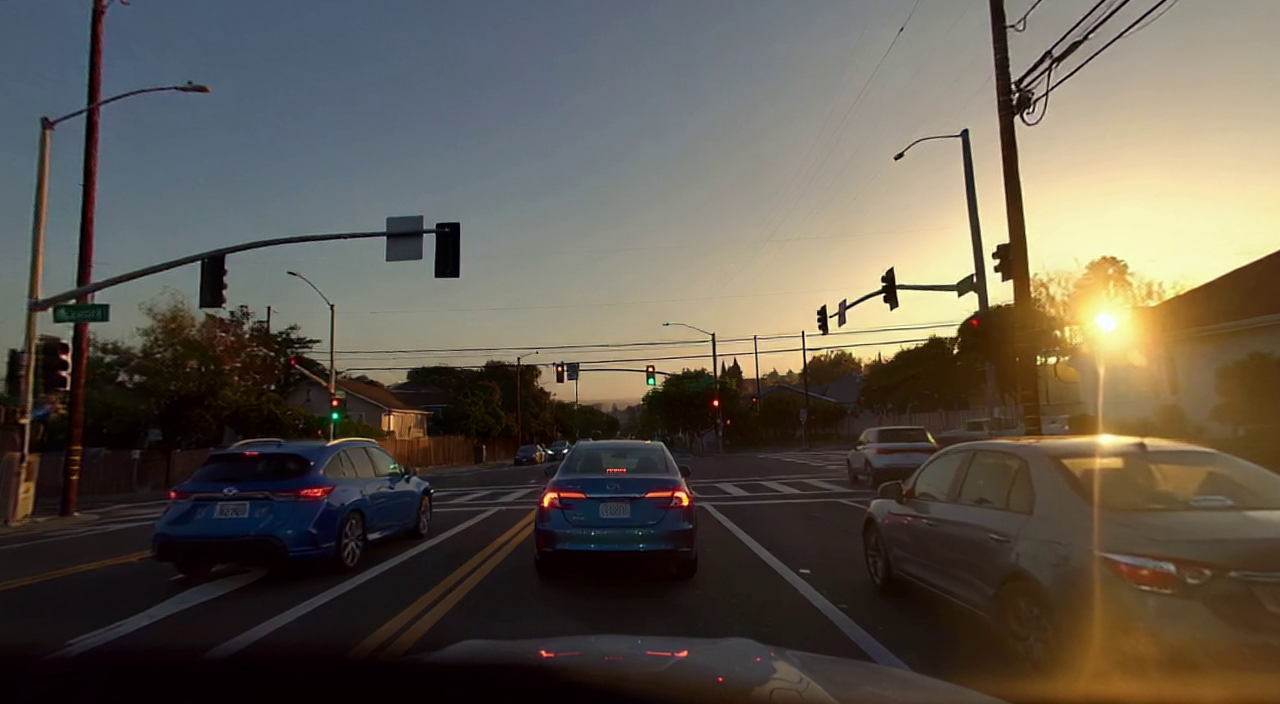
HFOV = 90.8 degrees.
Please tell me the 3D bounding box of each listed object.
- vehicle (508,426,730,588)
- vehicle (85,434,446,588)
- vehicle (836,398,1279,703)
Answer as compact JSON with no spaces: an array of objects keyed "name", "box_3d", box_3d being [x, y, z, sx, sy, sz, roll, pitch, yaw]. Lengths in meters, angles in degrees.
[{"name":"vehicle","box_3d":[-0.223,1.757,8.039,2.061,1.485,4.196,0,-8,-1]},{"name":"vehicle","box_3d":[-4.363,1.883,8.435,2.106,1.492,4.312,0,-8,1]},{"name":"vehicle","box_3d":[2.910,1.203,4.354,1.860,1.494,3.707,0,-8,-1]}]
